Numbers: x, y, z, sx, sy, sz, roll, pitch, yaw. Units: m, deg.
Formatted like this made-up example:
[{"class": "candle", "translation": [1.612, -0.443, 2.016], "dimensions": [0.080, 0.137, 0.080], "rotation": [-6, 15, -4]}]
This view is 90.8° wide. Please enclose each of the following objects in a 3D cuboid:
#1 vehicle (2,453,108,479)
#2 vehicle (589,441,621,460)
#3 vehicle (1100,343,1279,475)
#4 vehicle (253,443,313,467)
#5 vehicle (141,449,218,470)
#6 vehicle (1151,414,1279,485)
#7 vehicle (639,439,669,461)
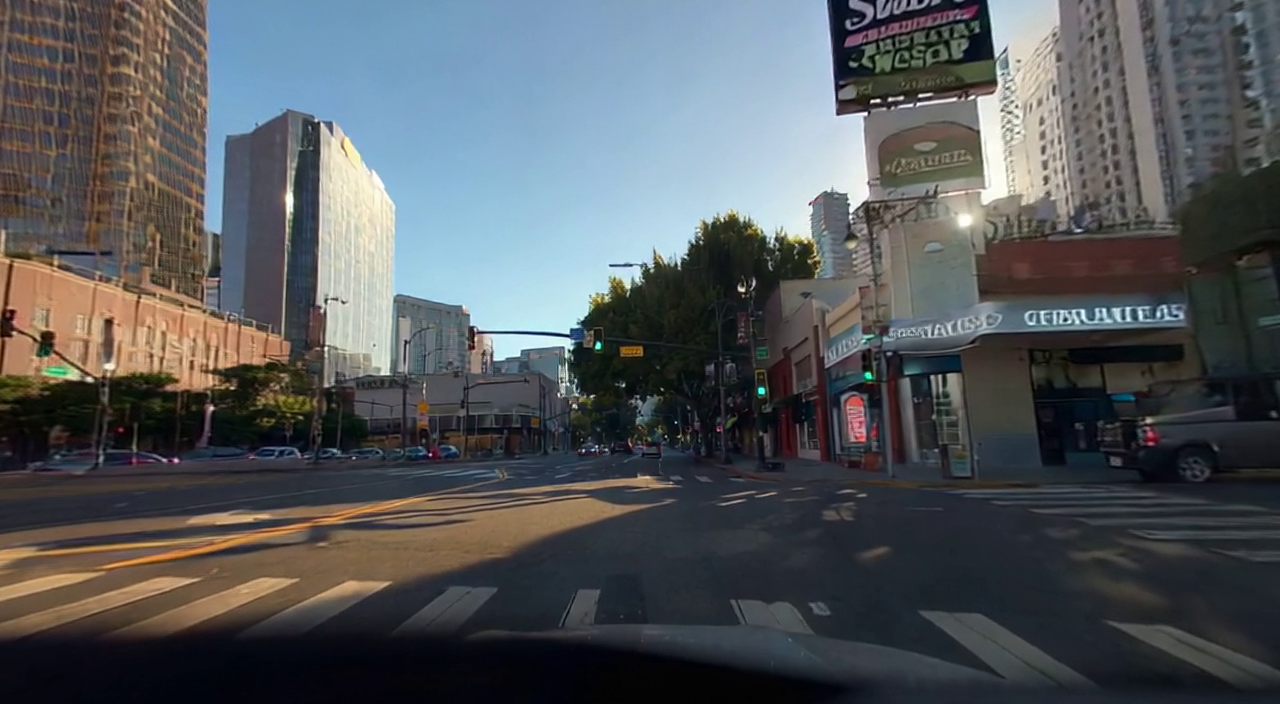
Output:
[{"class": "vehicle", "translation": [-37.421, 7.266, 40.513], "dimensions": [1.826, 1.432, 4.530], "rotation": [-5, -10, 30]}, {"class": "vehicle", "translation": [-2.653, 7.595, 48.707], "dimensions": [1.962, 1.420, 4.021], "rotation": [-1, -8, 4]}, {"class": "vehicle", "translation": [20.497, 1.557, 17.032], "dimensions": [12.622, 3.392, 3.039], "rotation": [-2, -9, 13]}, {"class": "vehicle", "translation": [-28.076, 8.083, 49.807], "dimensions": [1.643, 1.755, 3.666], "rotation": [-5, -9, 34]}, {"class": "vehicle", "translation": [-35.979, 8.366, 49.467], "dimensions": [1.802, 1.549, 4.439], "rotation": [-4, -9, 26]}, {"class": "vehicle", "translation": [15.219, 2.276, 14.768], "dimensions": [4.517, 1.541, 2.051], "rotation": [-2, -9, 11]}, {"class": "vehicle", "translation": [1.072, 7.432, 48.026], "dimensions": [2.168, 1.545, 4.047], "rotation": [0, -8, 1]}]
